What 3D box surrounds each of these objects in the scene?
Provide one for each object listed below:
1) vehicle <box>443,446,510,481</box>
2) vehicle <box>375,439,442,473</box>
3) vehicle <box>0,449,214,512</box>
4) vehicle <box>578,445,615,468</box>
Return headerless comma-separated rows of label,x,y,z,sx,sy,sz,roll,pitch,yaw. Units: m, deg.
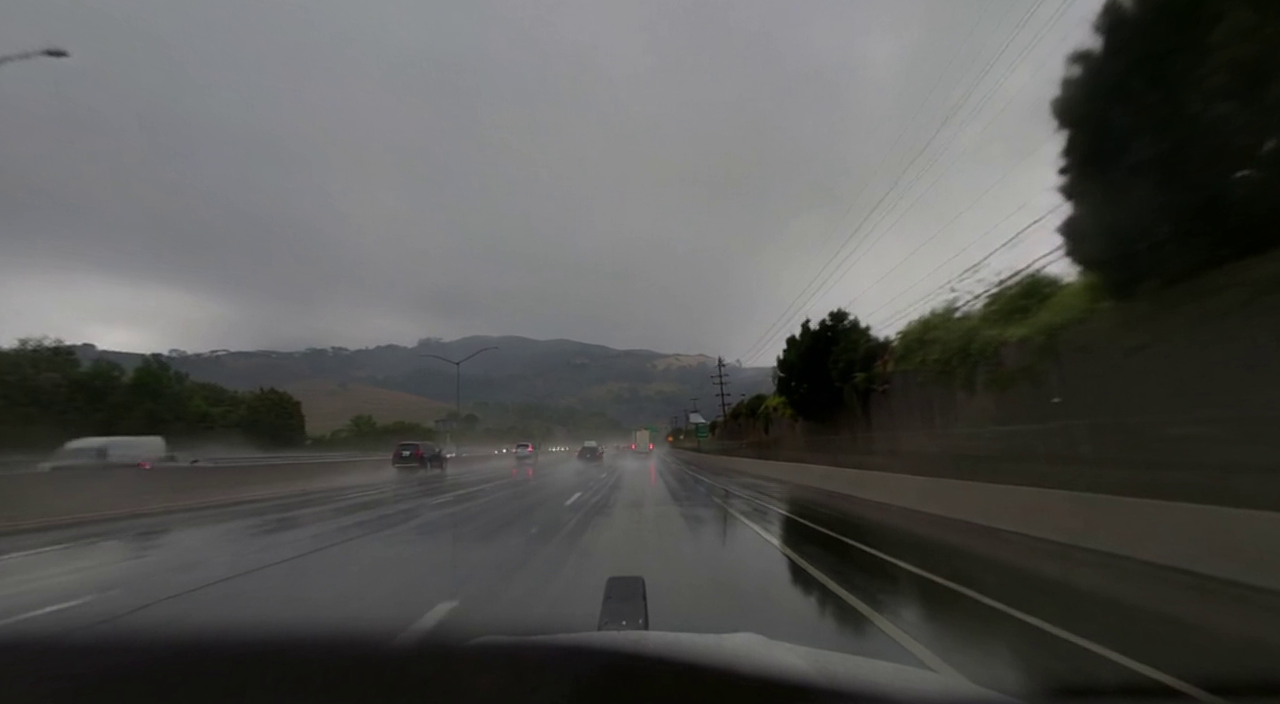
vehicle,-7.401,5.053,28.934,1.899,1.472,4.202,0,-9,1
vehicle,-14.368,6.493,39.462,2.172,1.946,5.017,0,-9,1
vehicle,-14.364,3.403,17.302,1.885,1.474,4.849,0,-9,1
vehicle,-2.792,6.845,41.418,2.064,1.446,4.409,0,-9,1
